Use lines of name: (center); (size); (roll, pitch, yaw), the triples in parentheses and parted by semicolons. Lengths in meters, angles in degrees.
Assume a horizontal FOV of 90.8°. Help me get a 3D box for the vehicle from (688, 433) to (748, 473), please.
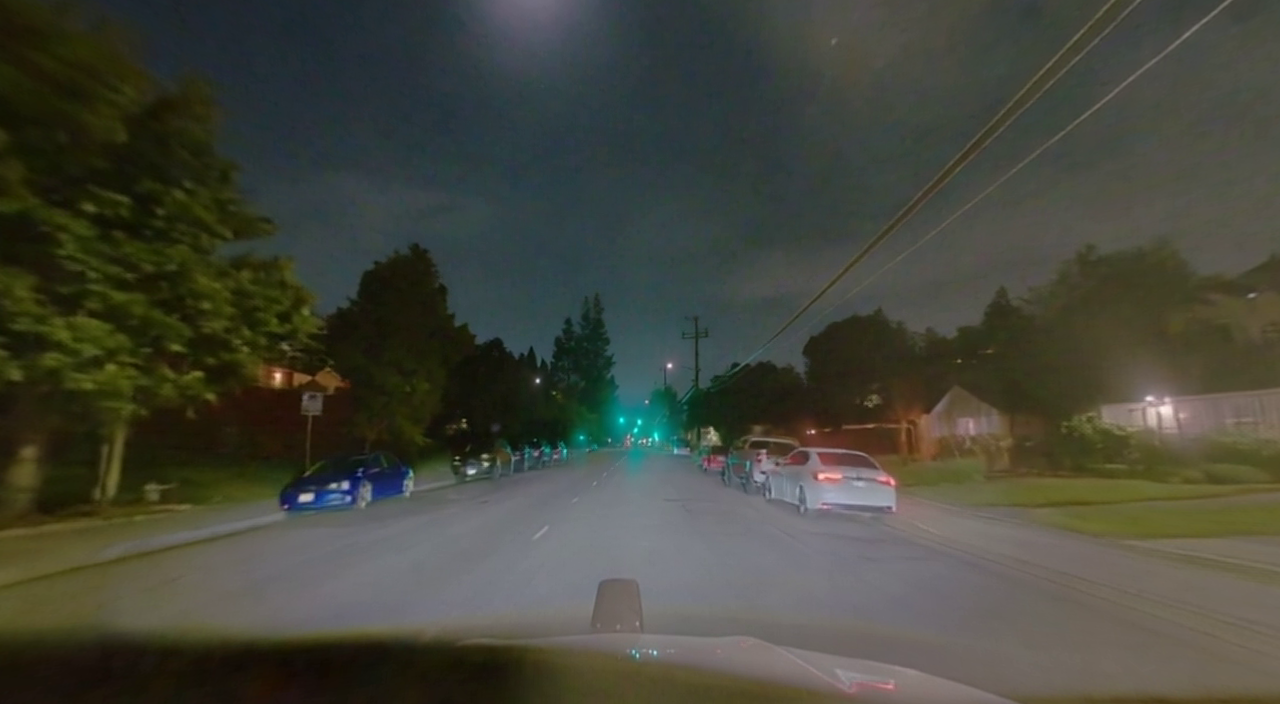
vehicle: (3.672, 4.899, 30.870); (2.178, 1.757, 5.495); (1, -8, -1)

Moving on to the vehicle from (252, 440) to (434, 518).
vehicle: (-6.424, 2.763, 14.341); (2.031, 1.454, 4.410); (1, -8, -1)

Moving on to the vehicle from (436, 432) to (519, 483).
vehicle: (-6.301, 4.155, 25.079); (2.031, 1.799, 4.587); (0, -8, 0)

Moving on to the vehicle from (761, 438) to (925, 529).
vehicle: (3.683, 2.434, 12.385); (1.763, 1.432, 4.323); (1, -8, 0)
